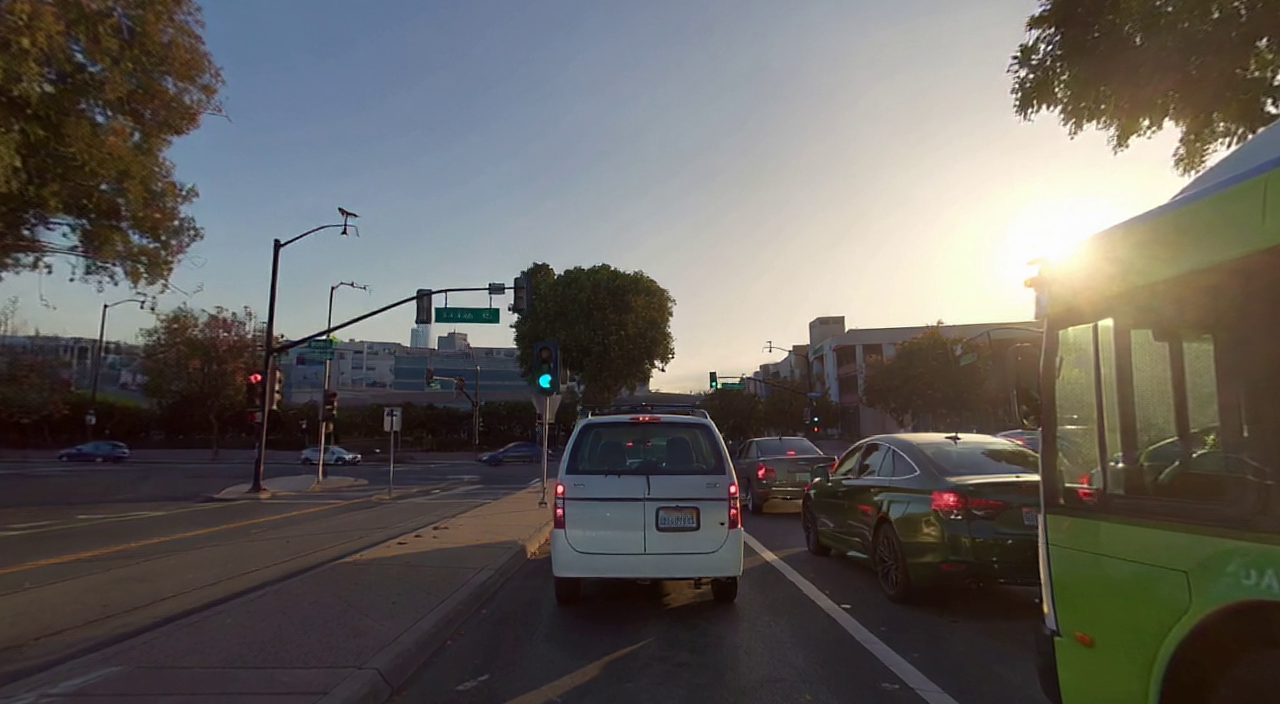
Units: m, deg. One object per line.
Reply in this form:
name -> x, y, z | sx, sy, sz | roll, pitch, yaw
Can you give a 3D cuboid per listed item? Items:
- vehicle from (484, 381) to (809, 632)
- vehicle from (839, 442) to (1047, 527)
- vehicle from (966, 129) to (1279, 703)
vehicle -> 0.021, 1.475, 7.009 | 2.381, 1.842, 4.603 | 0, -8, -1
vehicle -> 5.992, 2.638, 13.223 | 1.987, 1.457, 4.675 | 0, -8, -1
vehicle -> 2.617, 0.318, 0.427 | 2.037, 2.065, 5.037 | 0, -8, 0
